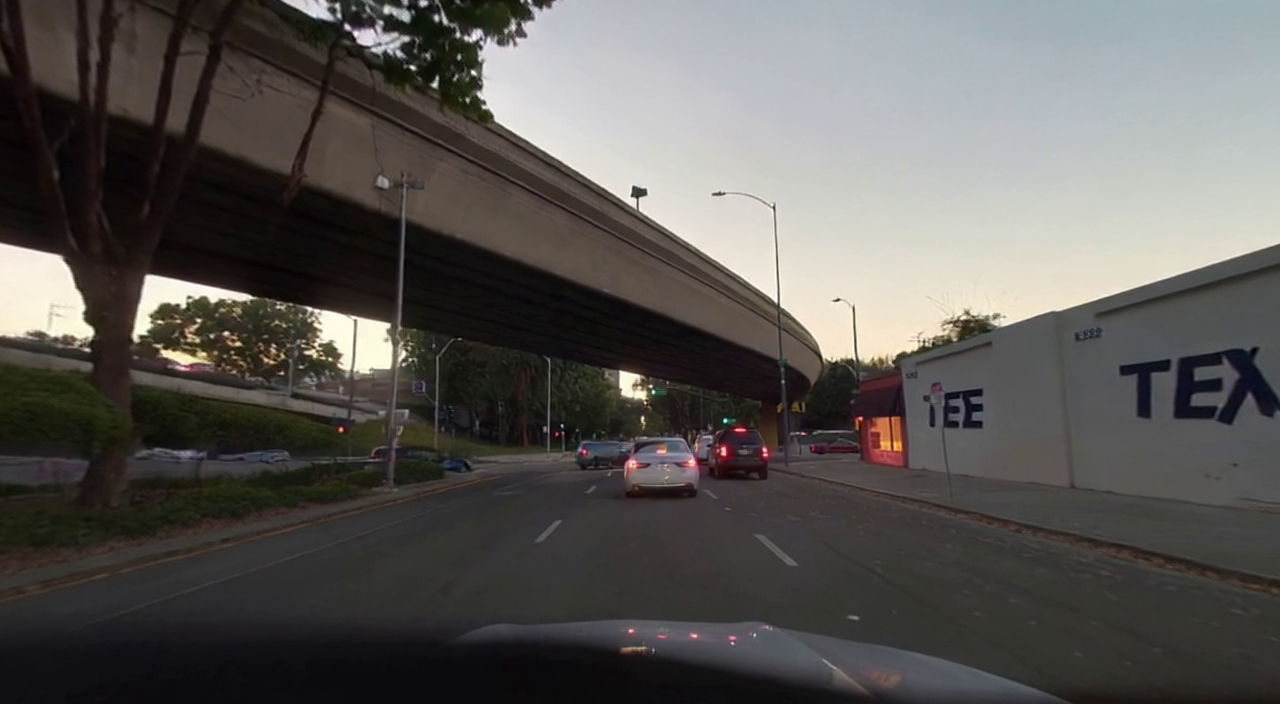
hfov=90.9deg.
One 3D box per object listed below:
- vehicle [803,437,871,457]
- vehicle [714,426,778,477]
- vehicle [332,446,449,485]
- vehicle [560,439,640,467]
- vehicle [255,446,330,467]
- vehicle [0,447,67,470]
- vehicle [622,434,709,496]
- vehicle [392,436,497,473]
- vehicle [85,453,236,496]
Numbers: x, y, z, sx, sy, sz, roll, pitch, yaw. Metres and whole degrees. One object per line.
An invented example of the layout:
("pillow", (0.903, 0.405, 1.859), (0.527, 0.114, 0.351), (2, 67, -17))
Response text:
("vehicle", (14.655, 7.085, 47.088), (4.498, 1.439, 1.842), (0, -8, -1))
("vehicle", (4.465, 4.252, 27.219), (2.080, 1.999, 4.379), (0, -8, 1))
("vehicle", (-11.149, 5.049, 28.462), (1.832, 1.611, 4.546), (-6, -10, 38))
("vehicle", (-2.290, 5.896, 36.873), (4.302, 1.543, 1.860), (6, -10, -35))
("vehicle", (-26.354, 7.929, 47.916), (4.566, 1.472, 1.936), (0, -8, -2))
("vehicle", (-46.743, 8.077, 47.814), (4.579, 1.659, 1.936), (0, -8, -1))
("vehicle", (0.642, 3.034, 17.344), (2.101, 1.467, 4.210), (0, -8, 1))
("vehicle", (-11.181, 5.907, 36.623), (2.322, 1.916, 5.640), (-5, -10, 30))
("vehicle", (-18.873, 4.790, 25.023), (1.873, 1.462, 4.283), (-5, -10, 32))
